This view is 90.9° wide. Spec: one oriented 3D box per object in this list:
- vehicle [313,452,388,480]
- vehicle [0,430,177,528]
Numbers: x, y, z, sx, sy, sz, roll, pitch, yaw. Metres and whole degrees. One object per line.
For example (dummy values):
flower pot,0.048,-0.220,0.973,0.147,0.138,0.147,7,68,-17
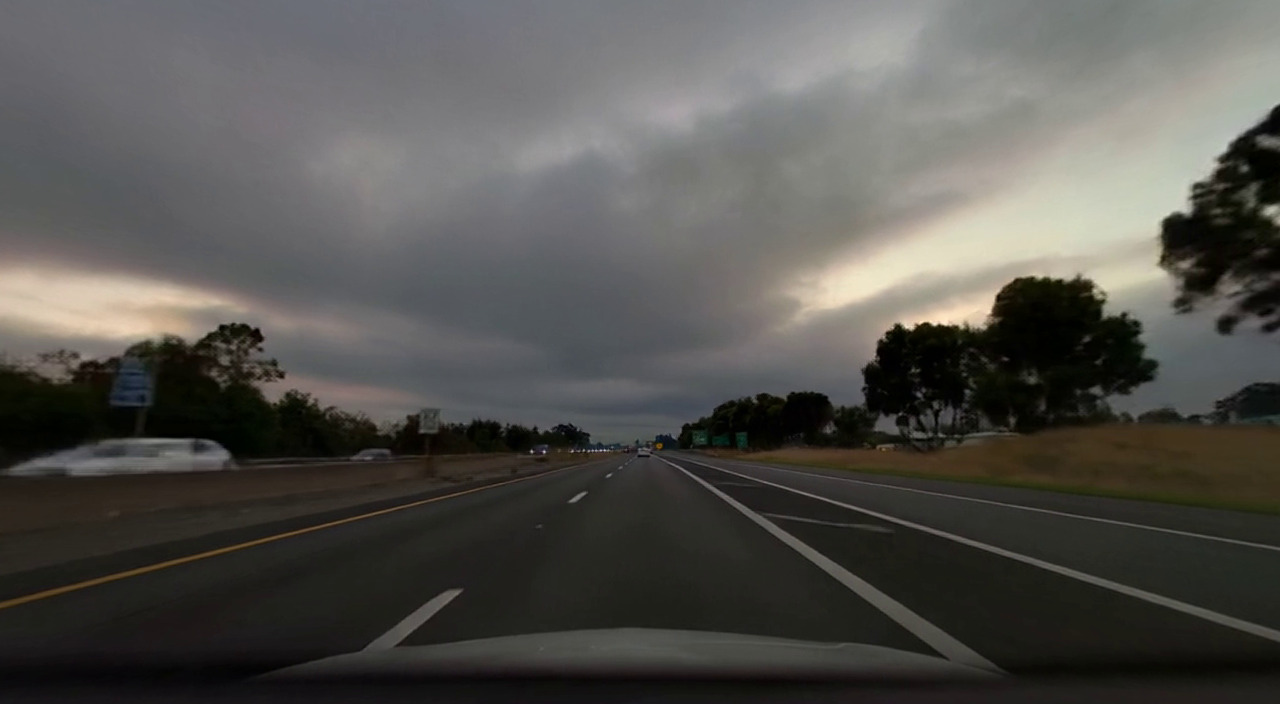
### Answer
vehicle,-16.185,6.361,35.500,2.046,1.460,4.426,0,-9,1
vehicle,-12.125,2.422,12.341,2.262,1.676,4.984,0,-9,1
